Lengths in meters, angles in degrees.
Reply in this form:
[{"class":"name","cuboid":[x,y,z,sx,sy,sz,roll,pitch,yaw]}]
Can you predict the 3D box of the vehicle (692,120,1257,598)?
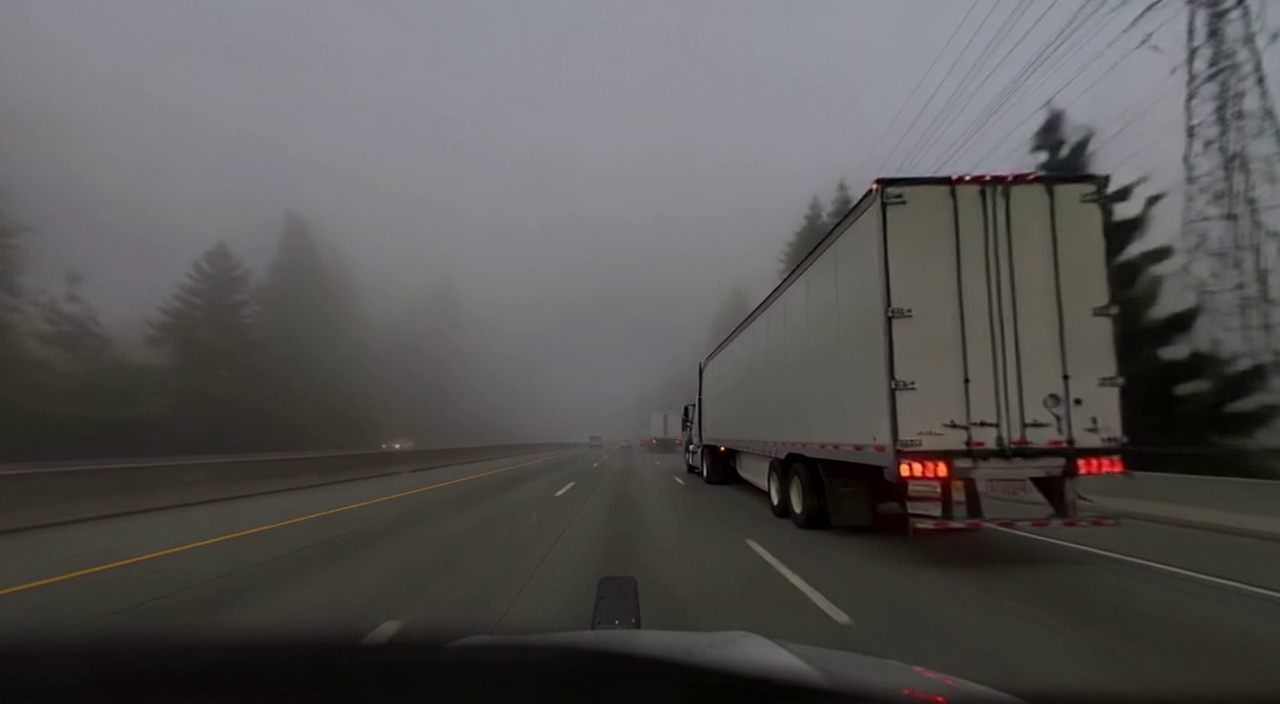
[{"class":"vehicle","cuboid":[3.347,0.910,12.394,2.905,4.080,14.157,0,-8,-2]}]
